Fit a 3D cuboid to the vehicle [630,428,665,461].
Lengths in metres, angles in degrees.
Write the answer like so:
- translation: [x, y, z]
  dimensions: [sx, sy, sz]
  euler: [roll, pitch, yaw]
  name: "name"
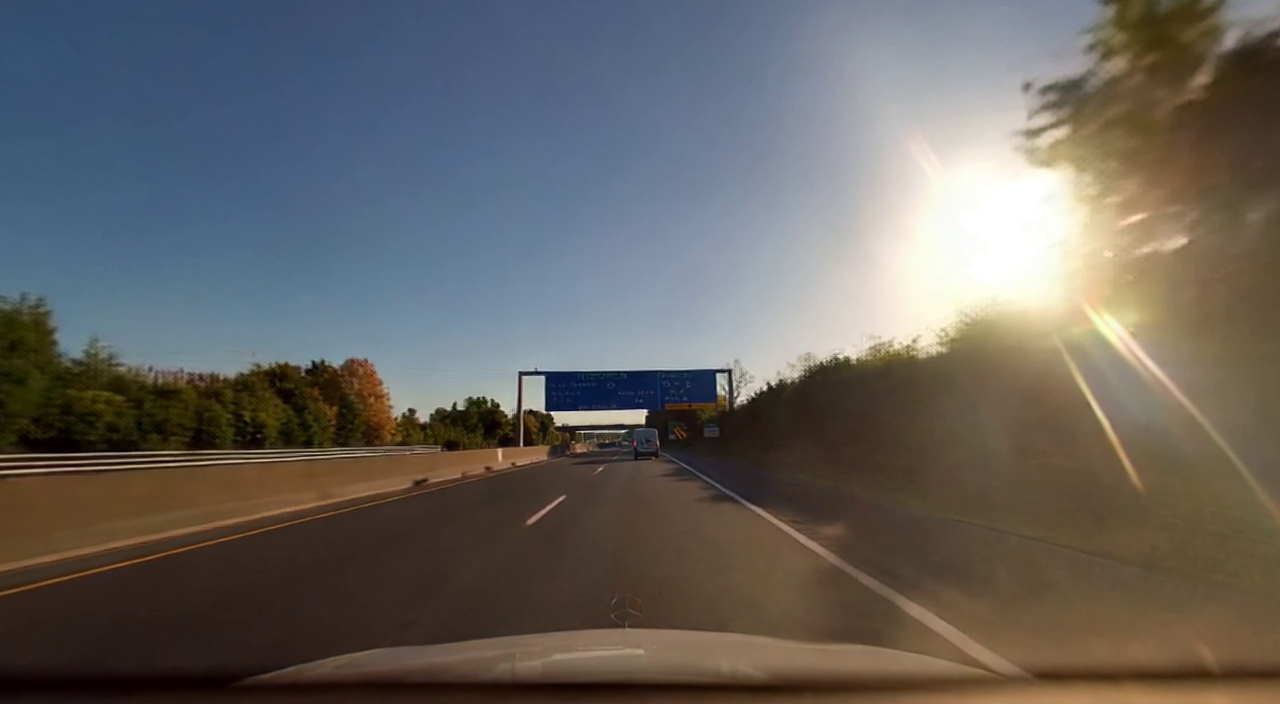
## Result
- translation: [0.535, 6.398, 43.465]
  dimensions: [2.277, 2.109, 4.922]
  euler: [0, -8, 1]
  name: "vehicle"
